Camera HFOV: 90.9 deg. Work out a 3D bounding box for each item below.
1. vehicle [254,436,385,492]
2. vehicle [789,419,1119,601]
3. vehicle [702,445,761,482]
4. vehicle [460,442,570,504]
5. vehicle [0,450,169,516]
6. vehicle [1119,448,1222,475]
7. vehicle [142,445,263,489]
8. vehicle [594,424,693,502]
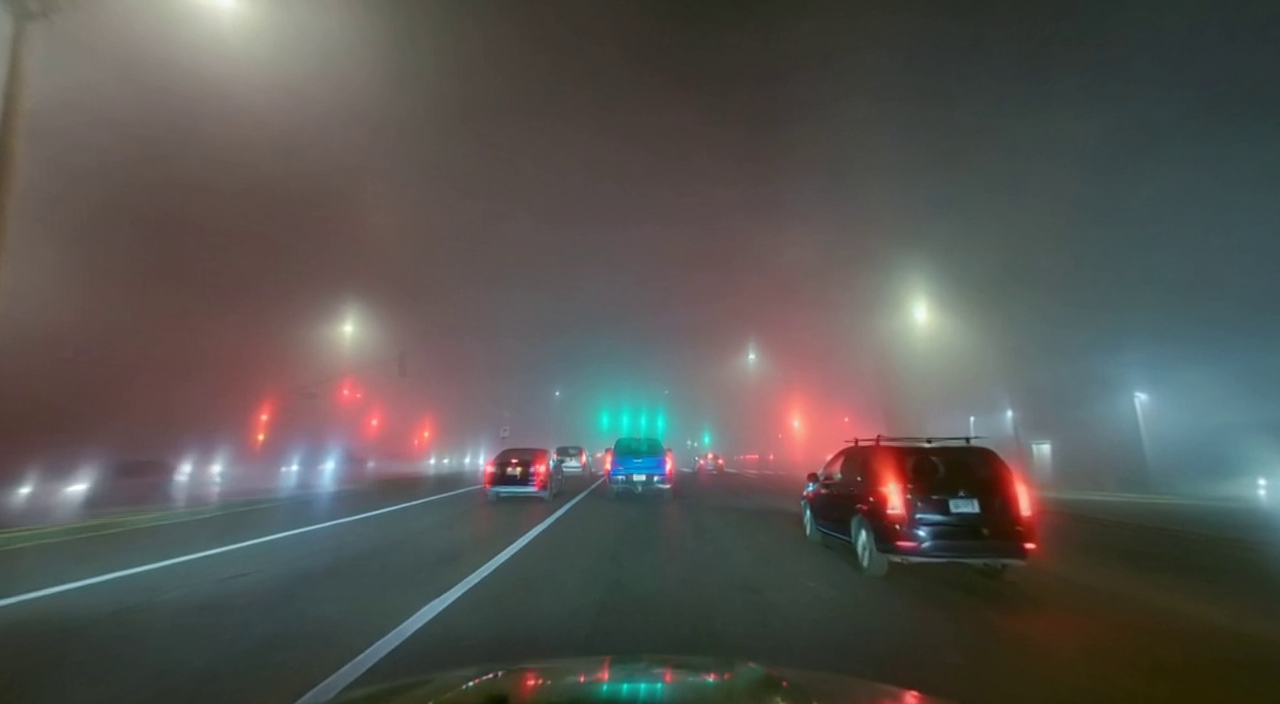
[{"bbox_3d":[-11.627,4.074,23.374,2.150,1.838,4.981,0,-8,1],"label":"vehicle"},{"bbox_3d":[3.353,1.740,7.867,1.955,1.628,4.152,0,-8,0],"label":"vehicle"},{"bbox_3d":[4.036,4.979,28.497,1.968,1.472,4.456,0,-8,-1],"label":"vehicle"},{"bbox_3d":[-3.220,3.202,17.221,1.986,1.465,4.509,0,-8,1],"label":"vehicle"},{"bbox_3d":[-15.289,3.360,16.766,1.932,1.449,4.545,0,-8,1],"label":"vehicle"},{"bbox_3d":[32.007,6.597,38.108,4.345,1.437,1.896,-2,-8,3],"label":"vehicle"},{"bbox_3d":[-19.012,4.951,27.696,1.982,1.728,4.696,0,-8,-1],"label":"vehicle"},{"bbox_3d":[0.092,3.154,18.379,2.493,1.934,4.957,0,-8,0],"label":"vehicle"}]
